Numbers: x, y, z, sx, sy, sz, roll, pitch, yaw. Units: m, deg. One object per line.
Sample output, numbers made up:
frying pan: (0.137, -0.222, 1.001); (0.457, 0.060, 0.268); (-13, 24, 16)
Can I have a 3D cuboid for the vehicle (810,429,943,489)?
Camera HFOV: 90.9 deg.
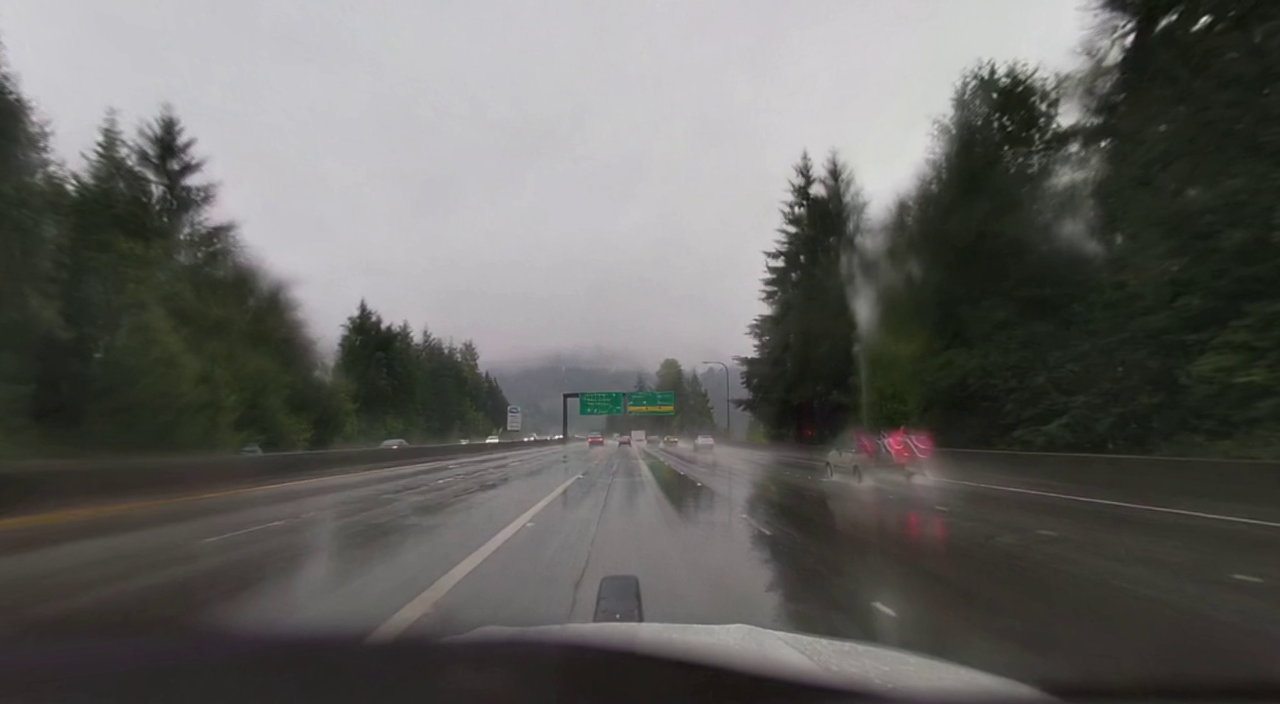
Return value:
vehicle: (6.770, 3.088, 18.719); (2.034, 1.511, 4.785); (0, -8, -1)
